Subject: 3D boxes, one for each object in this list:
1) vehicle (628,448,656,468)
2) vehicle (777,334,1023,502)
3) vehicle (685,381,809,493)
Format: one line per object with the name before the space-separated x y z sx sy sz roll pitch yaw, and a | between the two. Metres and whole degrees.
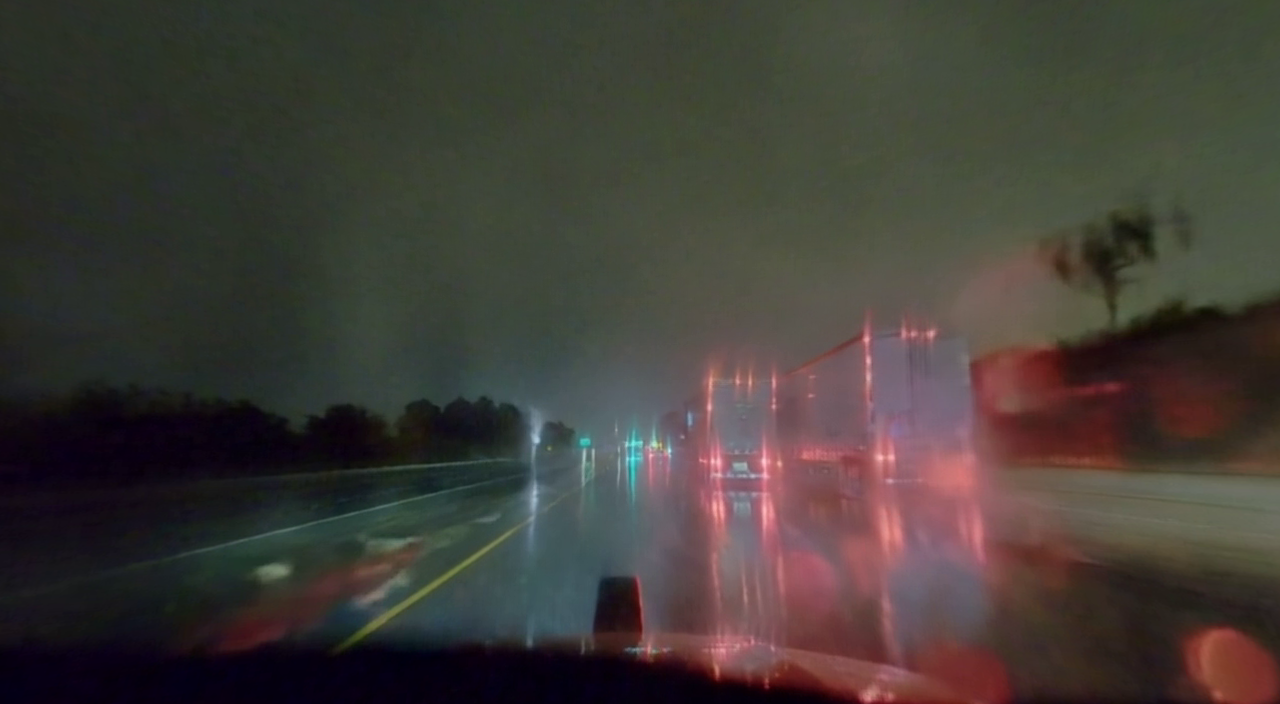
vehicle | 0.188 8.267 49.087 2.083 1.473 3.923 0 -9 0
vehicle | 7.910 2.554 22.191 3.268 4.172 12.771 -1 -8 1
vehicle | 3.495 3.138 22.759 2.859 3.332 7.735 0 -9 -2
